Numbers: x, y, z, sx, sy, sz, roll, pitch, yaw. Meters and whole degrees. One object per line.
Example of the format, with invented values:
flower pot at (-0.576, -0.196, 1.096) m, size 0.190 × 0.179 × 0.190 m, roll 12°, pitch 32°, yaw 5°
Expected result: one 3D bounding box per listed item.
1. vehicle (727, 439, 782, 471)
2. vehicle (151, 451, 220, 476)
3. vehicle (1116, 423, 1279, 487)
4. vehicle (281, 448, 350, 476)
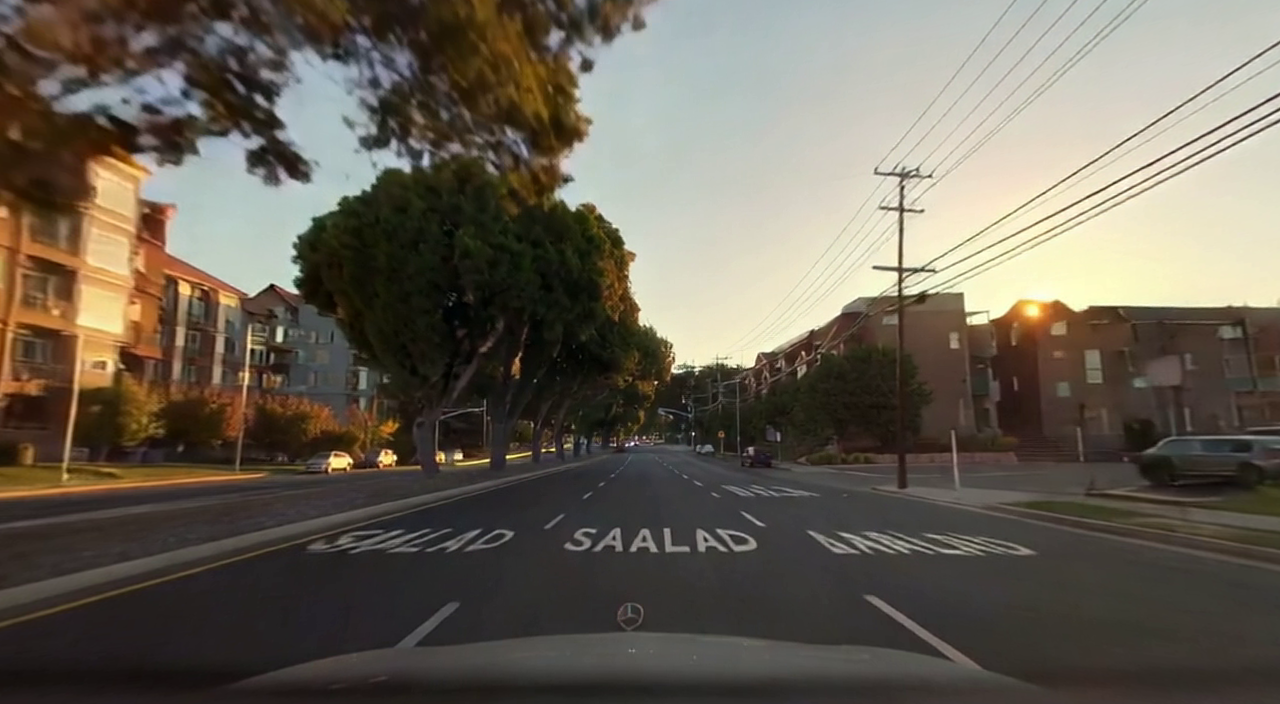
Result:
vehicle at (7.542, 6.838, 42.127) m, size 2.747 × 1.938 × 4.708 m, roll 0°, pitch -8°, yaw -1°
vehicle at (-31.245, 7.662, 43.523) m, size 1.799 × 1.597 × 3.904 m, roll 0°, pitch -8°, yaw 0°
vehicle at (17.577, 3.138, 19.495) m, size 1.960 × 1.725 × 4.616 m, roll 0°, pitch -8°, yaw -2°
vehicle at (-22.326, 7.539, 43.607) m, size 2.323 × 1.754 × 4.425 m, roll 0°, pitch -8°, yaw 0°
